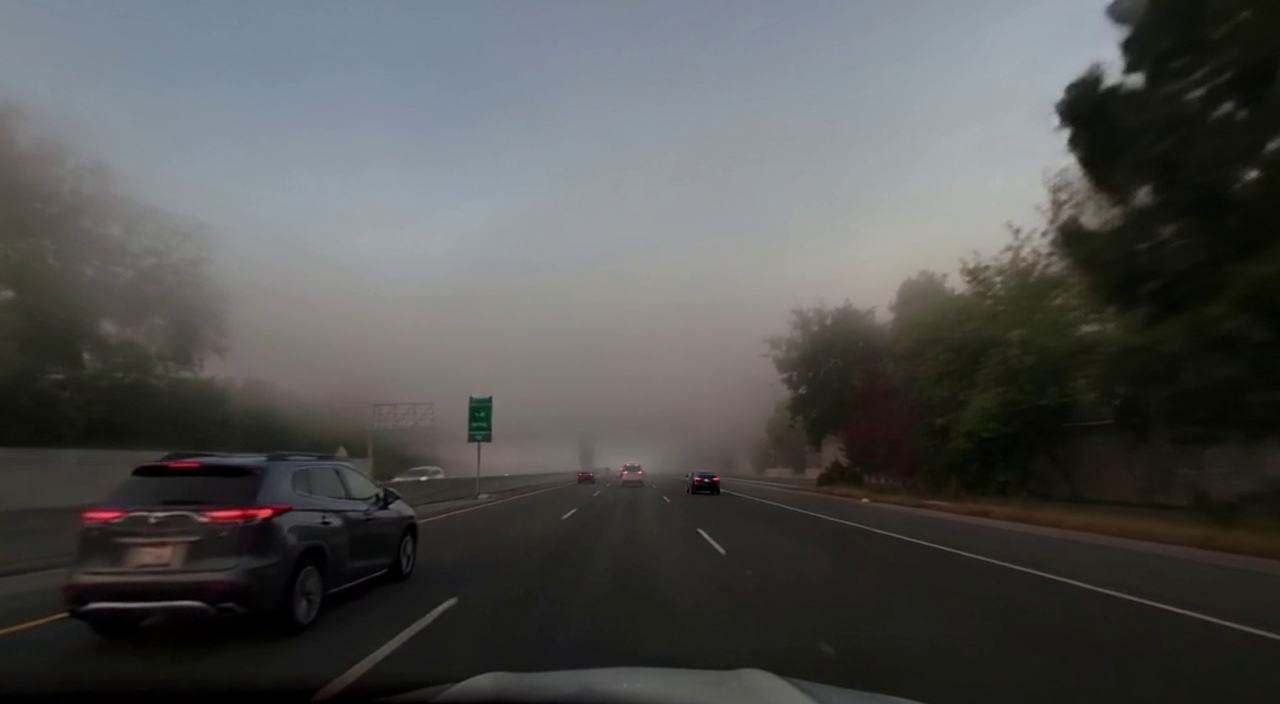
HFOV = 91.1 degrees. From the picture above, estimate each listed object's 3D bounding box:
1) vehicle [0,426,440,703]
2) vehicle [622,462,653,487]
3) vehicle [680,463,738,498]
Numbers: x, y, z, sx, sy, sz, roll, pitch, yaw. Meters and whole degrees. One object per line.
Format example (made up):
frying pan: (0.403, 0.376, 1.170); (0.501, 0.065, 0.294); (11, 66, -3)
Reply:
vehicle: (-3.297, 1.467, 4.834); (2.099, 1.516, 4.308); (0, -10, 0)
vehicle: (-0.206, 8.925, 45.906); (2.181, 1.698, 4.056); (0, -10, -1)
vehicle: (3.160, 6.035, 29.716); (2.092, 1.518, 4.348); (1, -10, -2)
